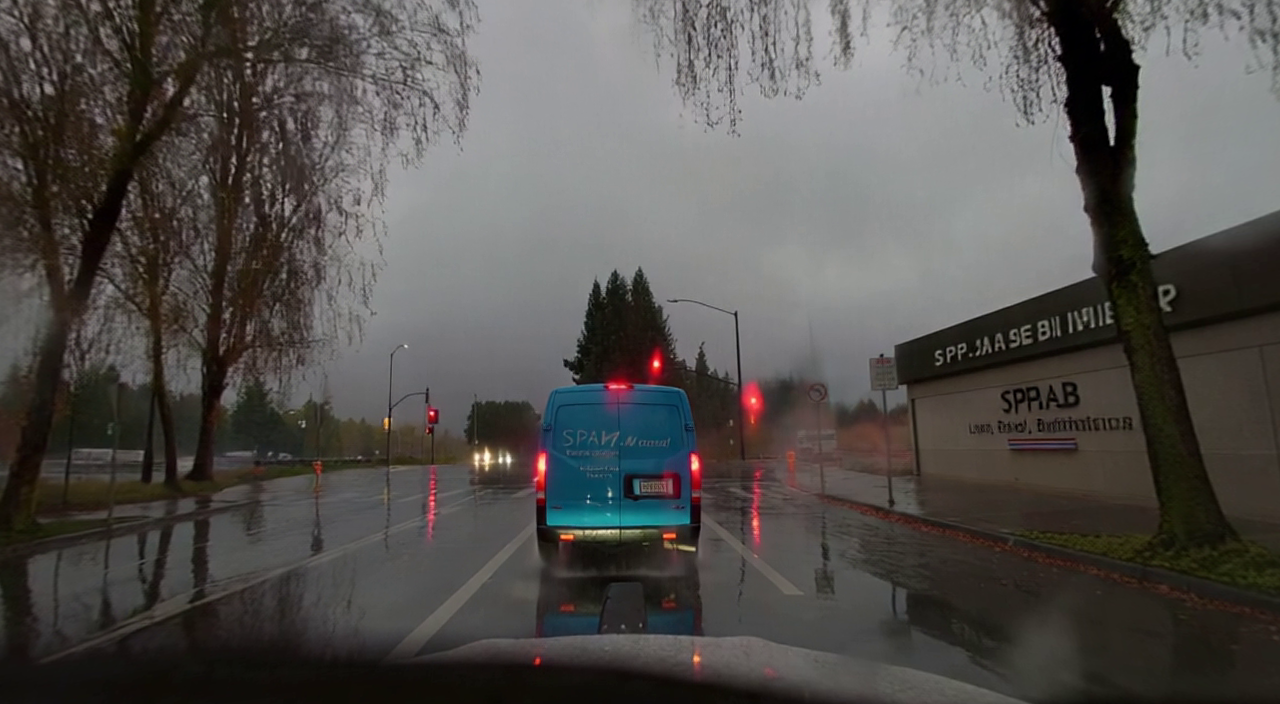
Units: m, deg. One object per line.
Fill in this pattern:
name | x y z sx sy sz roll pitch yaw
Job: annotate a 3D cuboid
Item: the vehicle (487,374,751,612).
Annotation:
vehicle | -0.300 1.465 7.289 2.181 1.949 3.932 1 -9 -4
